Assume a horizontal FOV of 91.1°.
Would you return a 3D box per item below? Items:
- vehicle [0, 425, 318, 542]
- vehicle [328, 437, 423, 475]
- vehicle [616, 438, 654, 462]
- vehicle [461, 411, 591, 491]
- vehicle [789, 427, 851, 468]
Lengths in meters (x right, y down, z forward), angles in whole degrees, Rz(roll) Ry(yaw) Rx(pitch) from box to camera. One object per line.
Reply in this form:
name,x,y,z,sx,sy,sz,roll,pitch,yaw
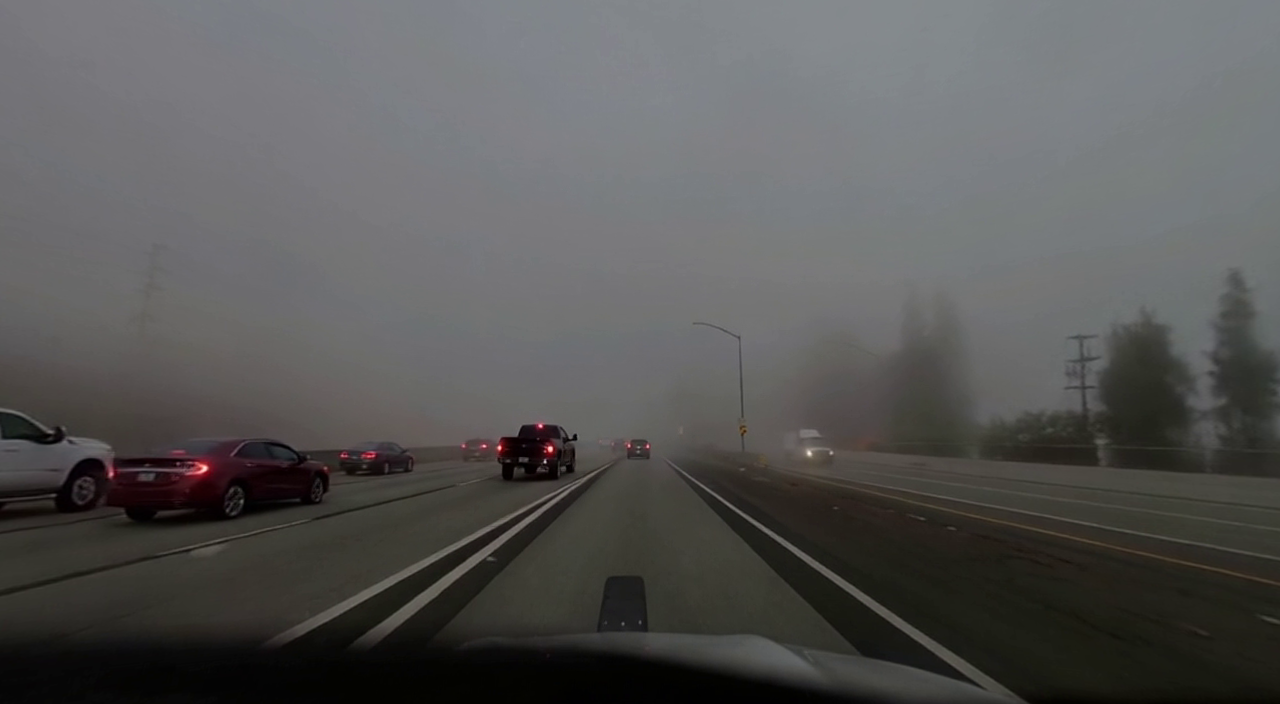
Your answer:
vehicle,-7.521,2.017,10.344,1.964,1.481,4.425,0,-8,2
vehicle,-10.938,4.316,26.395,1.884,1.453,4.579,0,-8,2
vehicle,-0.265,6.152,39.648,2.013,1.444,4.447,-1,-8,4
vehicle,-3.232,3.059,19.713,2.815,2.092,6.526,0,-8,0
vehicle,11.328,6.058,40.063,2.244,2.374,5.762,-1,-8,0
